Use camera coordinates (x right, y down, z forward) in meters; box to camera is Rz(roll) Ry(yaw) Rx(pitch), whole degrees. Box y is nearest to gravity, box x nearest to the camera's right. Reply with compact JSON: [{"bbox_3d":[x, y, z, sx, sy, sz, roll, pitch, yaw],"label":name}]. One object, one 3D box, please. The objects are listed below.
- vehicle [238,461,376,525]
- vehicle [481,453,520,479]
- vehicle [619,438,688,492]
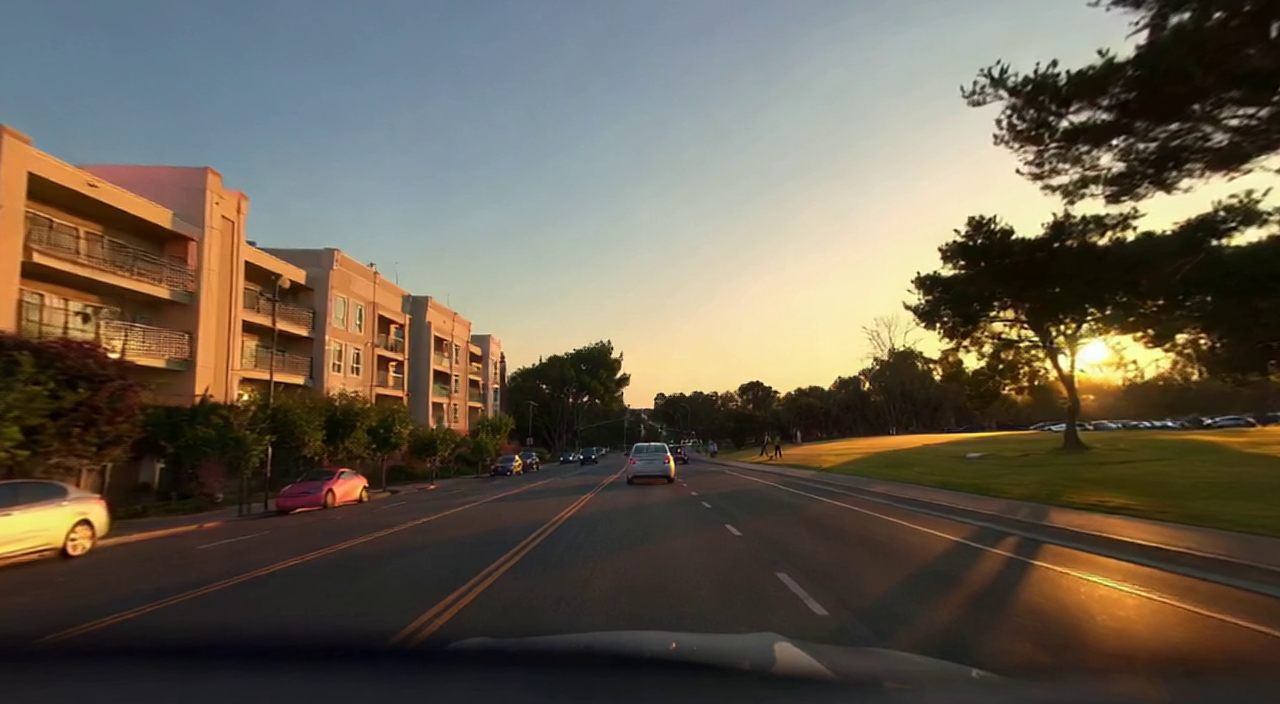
[{"bbox_3d":[-10.390,4.381,20.068,1.955,1.467,4.467,-7,-9,0],"label":"vehicle"},{"bbox_3d":[-10.080,8.202,45.757,1.932,1.607,4.191,-3,-8,-2],"label":"vehicle"},{"bbox_3d":[0.390,3.772,21.390,2.132,1.632,3.838,0,-9,-1],"label":"vehicle"}]
